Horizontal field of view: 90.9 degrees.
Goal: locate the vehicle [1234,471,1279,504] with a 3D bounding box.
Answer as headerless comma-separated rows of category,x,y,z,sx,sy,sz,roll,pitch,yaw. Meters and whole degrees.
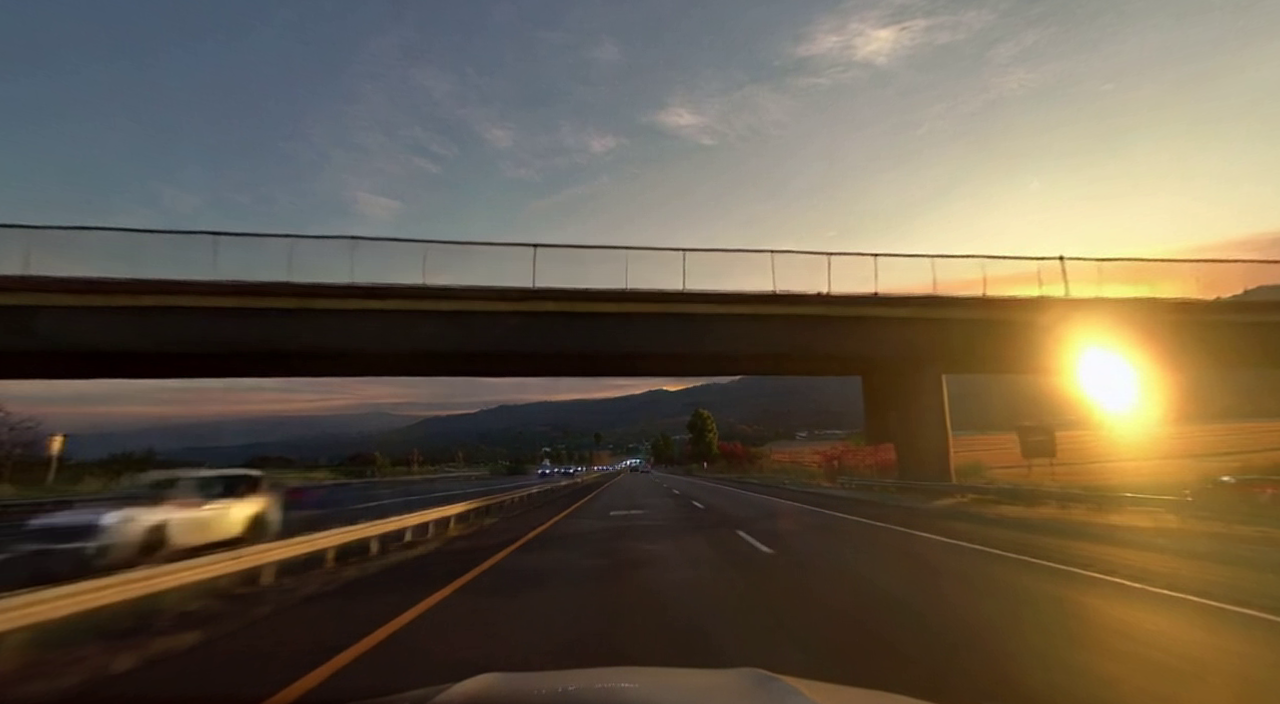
vehicle,32.691,6.964,32.525,1.951,1.616,4.175,-5,-12,30

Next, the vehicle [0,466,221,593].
vehicle,-8.417,2.387,9.089,1.789,1.453,4.296,1,-10,-1
